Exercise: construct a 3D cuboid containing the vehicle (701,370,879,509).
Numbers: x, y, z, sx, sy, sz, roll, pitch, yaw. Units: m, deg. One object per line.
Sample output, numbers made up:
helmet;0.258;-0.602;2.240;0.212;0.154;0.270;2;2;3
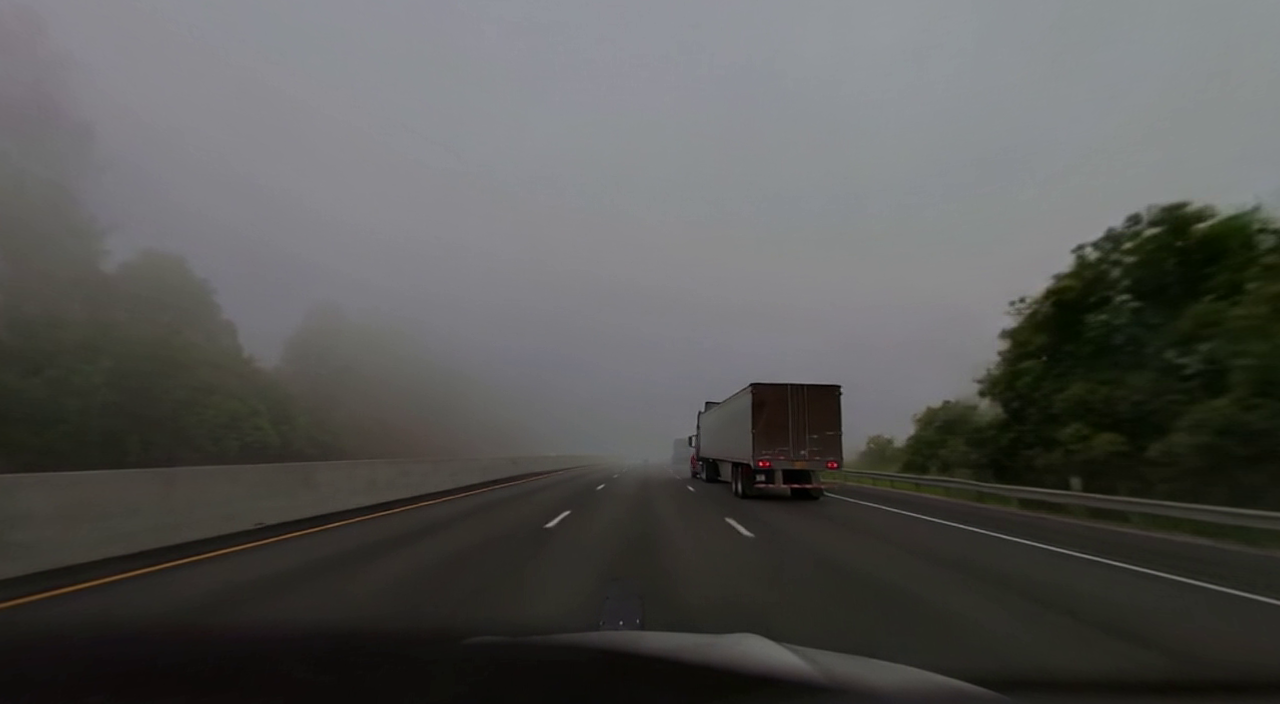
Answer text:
vehicle;4.363;3.242;22.633;2.868;3.427;14.032;0;-9;0
